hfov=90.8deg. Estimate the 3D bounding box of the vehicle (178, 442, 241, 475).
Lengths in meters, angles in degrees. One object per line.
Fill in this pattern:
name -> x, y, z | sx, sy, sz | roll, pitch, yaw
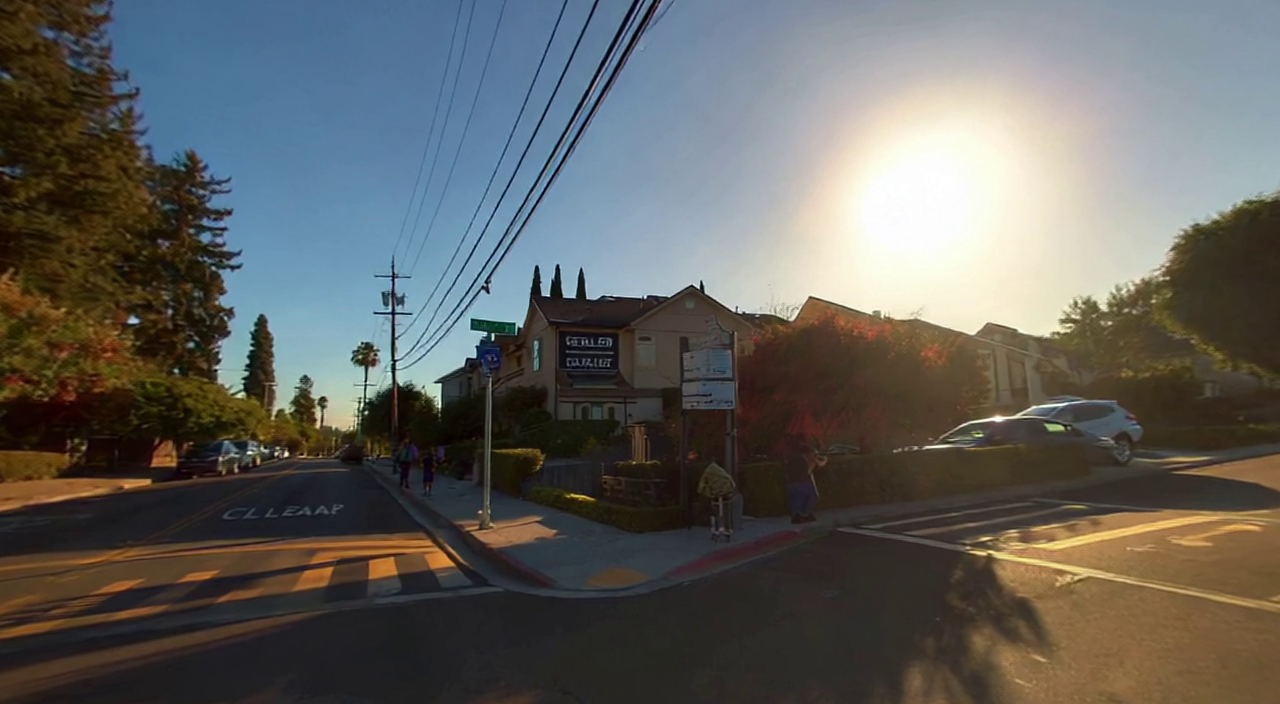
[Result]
vehicle -> -25.553, 6.286, 37.672 | 2.203, 1.787, 4.704 | 3, -9, -24
